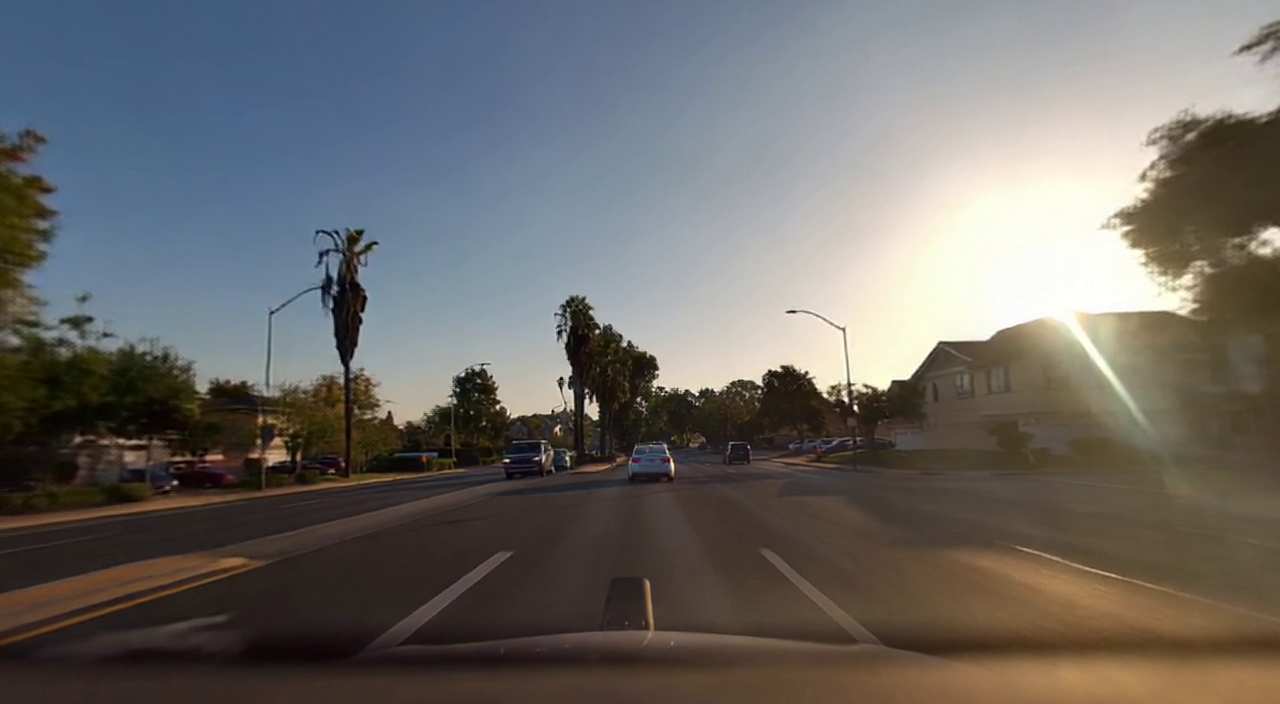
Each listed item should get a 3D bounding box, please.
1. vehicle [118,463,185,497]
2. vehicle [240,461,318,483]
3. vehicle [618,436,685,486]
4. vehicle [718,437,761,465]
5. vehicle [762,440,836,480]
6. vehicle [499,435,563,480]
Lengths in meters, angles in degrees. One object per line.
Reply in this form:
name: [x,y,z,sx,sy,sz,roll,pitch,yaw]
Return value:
vehicle: [-25.619,6.648,32.989,4.694,1.484,1.893,-8,-11,42]
vehicle: [-26.290,8.728,45.953,4.548,1.441,1.946,-1,-7,2]
vehicle: [0.358,4.011,23.580,2.289,1.679,4.180,0,-8,-1]
vehicle: [7.540,7.581,48.534,2.436,2.010,5.595,0,-8,0]
vehicle: [6.448,4.419,26.036,1.897,1.477,4.360,0,-8,0]
vehicle: [-5.125,5.004,30.229,2.193,1.967,4.600,0,-8,0]
